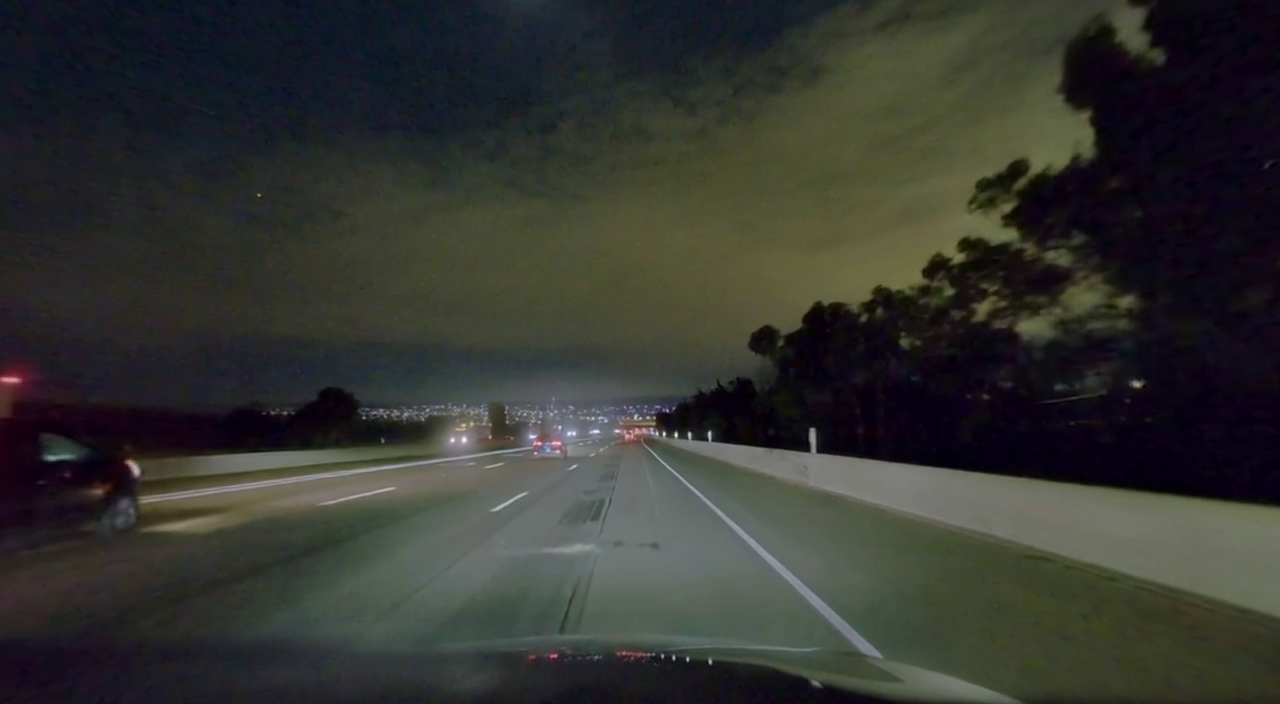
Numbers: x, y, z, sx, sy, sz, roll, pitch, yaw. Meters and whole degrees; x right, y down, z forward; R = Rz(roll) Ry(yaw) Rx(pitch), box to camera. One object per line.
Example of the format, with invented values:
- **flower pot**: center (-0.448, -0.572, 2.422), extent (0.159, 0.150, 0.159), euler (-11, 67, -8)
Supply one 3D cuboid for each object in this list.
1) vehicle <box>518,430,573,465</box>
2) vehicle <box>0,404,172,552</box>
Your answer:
- **vehicle**: center (-4.552, 4.654, 30.935), extent (2.064, 1.571, 4.225), euler (0, -8, 0)
- **vehicle**: center (-8.200, 1.445, 7.331), extent (2.113, 1.632, 4.409), euler (0, -8, -1)
